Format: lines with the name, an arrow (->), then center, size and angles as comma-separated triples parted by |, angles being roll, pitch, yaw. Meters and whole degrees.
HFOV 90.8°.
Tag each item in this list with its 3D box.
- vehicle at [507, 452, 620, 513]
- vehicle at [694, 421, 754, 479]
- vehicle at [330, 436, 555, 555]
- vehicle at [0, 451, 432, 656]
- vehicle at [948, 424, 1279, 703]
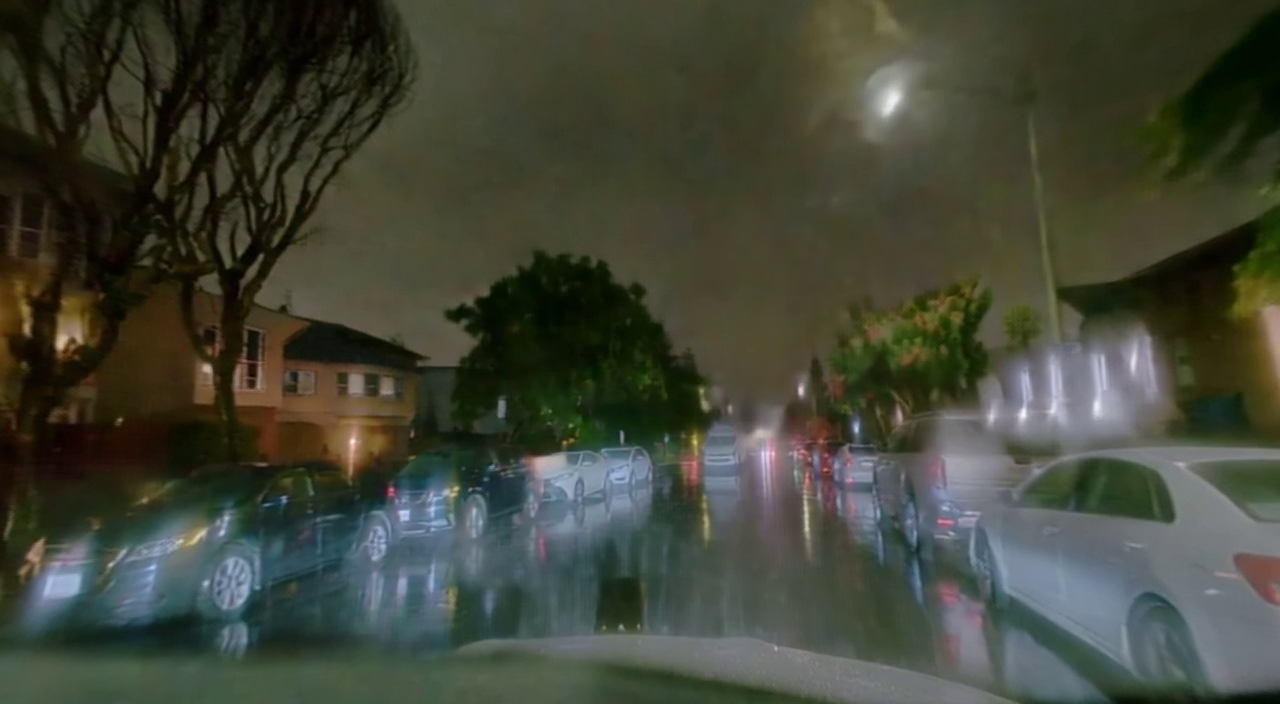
vehicle -> -2.046, 3.695, 18.526 | 1.861, 1.474, 4.749 | -2, -9, 12
vehicle -> 4.864, 5.463, 35.543 | 2.716, 2.887, 6.781 | -2, -9, 12
vehicle -> -3.463, 2.603, 12.445 | 2.203, 1.815, 4.972 | -1, -8, 9
vehicle -> -4.366, 1.916, 7.244 | 1.855, 1.510, 4.406 | -2, -8, 10
vehicle -> 3.738, 1.237, 3.968 | 1.992, 1.456, 4.610 | -2, -8, 10
